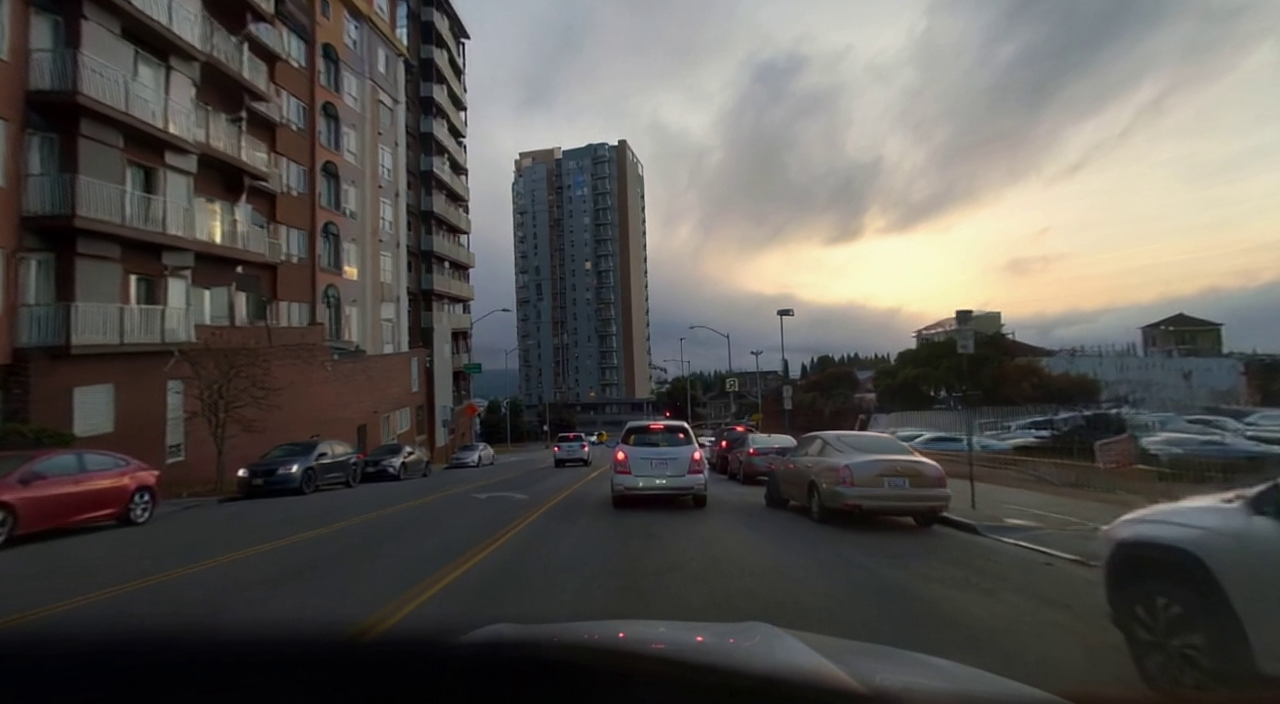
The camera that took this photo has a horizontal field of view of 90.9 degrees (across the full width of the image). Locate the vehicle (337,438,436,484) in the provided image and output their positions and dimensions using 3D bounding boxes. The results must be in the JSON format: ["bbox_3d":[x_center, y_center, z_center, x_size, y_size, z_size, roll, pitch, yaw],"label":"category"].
[{"bbox_3d":[-9.328,4.022,23.616,1.955,1.555,4.424,0,-8,-2],"label":"vehicle"}]

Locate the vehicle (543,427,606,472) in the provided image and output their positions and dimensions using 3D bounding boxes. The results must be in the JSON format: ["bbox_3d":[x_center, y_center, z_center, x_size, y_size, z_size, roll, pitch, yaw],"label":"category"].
[{"bbox_3d":[-2.682,4.120,26.787,2.219,1.746,4.197,0,-8,0],"label":"vehicle"}]

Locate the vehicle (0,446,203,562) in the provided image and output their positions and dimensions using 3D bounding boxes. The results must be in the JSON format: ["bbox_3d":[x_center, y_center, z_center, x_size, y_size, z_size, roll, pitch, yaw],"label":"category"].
[{"bbox_3d":[-9.295,2.210,9.743,2.021,1.474,4.337,0,-8,-2],"label":"vehicle"}]

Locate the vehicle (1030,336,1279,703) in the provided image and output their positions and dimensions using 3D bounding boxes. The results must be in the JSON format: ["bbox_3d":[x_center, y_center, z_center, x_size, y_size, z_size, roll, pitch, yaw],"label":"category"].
[{"bbox_3d":[3.609,0.677,1.663,2.076,1.722,4.721,0,-8,0],"label":"vehicle"}]

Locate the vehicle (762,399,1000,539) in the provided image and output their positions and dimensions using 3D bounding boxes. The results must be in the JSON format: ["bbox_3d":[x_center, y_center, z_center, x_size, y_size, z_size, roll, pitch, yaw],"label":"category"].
[{"bbox_3d":[3.636,1.879,10.672,2.158,1.828,4.573,0,-8,0],"label":"vehicle"}]

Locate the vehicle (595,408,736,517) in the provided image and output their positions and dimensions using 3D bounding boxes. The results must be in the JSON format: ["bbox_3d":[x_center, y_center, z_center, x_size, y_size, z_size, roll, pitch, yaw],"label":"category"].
[{"bbox_3d":[0.436,2.080,12.236,2.261,1.740,4.065,0,-8,1],"label":"vehicle"}]

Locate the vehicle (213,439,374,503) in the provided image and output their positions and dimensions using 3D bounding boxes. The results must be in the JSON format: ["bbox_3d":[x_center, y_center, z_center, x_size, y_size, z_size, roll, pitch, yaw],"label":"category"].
[{"bbox_3d":[-9.416,3.229,17.634,2.002,1.546,4.339,0,-8,1],"label":"vehicle"}]
